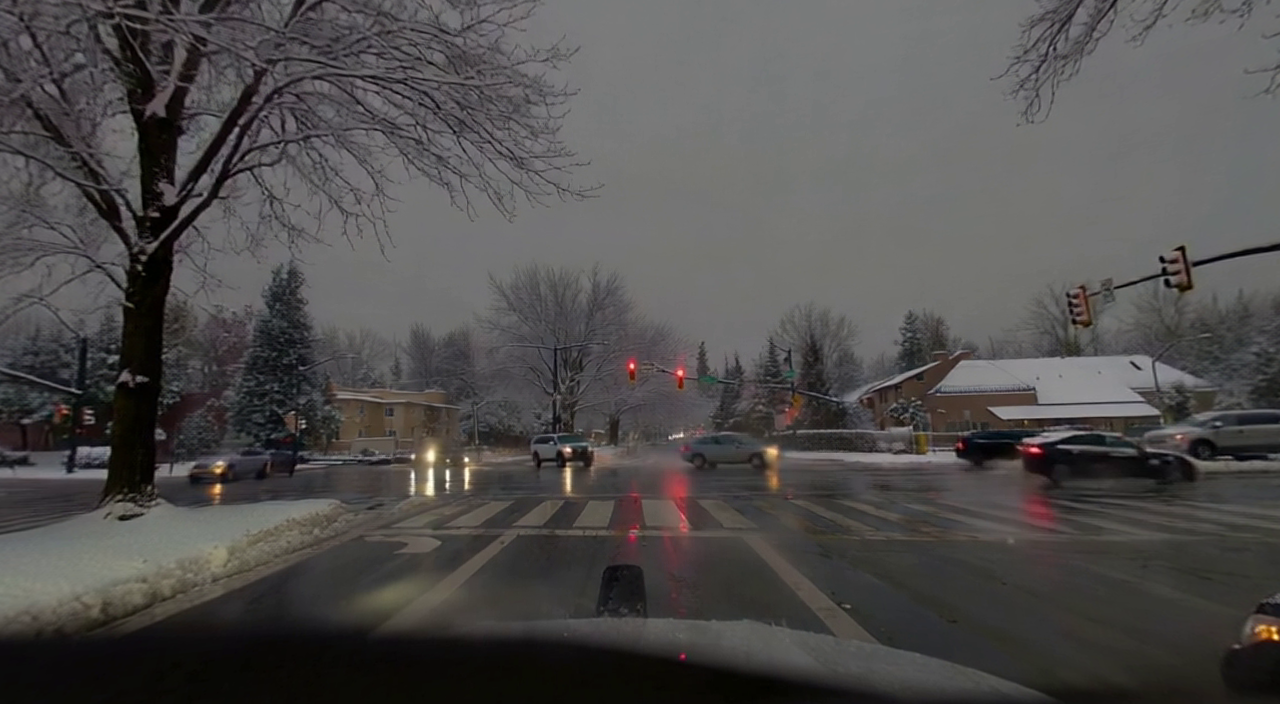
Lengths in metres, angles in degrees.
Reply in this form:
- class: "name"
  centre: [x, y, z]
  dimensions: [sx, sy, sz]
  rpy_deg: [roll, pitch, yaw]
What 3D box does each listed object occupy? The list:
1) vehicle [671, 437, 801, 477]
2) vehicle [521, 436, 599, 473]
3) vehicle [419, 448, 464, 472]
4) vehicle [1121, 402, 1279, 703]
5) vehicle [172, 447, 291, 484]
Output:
- class: "vehicle"
  centre: [3.924, 4.335, 26.177]
  dimensions: [5.017, 1.515, 2.006]
  rpy_deg: [-7, -11, 38]
- class: "vehicle"
  centre: [-4.436, 5.495, 33.988]
  dimensions: [2.276, 1.842, 4.958]
  rpy_deg: [5, -10, -32]
- class: "vehicle"
  centre: [-11.606, 6.302, 36.970]
  dimensions: [1.921, 1.304, 4.050]
  rpy_deg: [1, -8, -9]
- class: "vehicle"
  centre: [3.086, 0.659, 0.422]
  dimensions: [1.990, 1.454, 4.490]
  rpy_deg: [0, -8, 1]
- class: "vehicle"
  centre: [-18.204, 5.053, 28.308]
  dimensions: [2.203, 1.471, 4.723]
  rpy_deg: [0, -8, -1]
